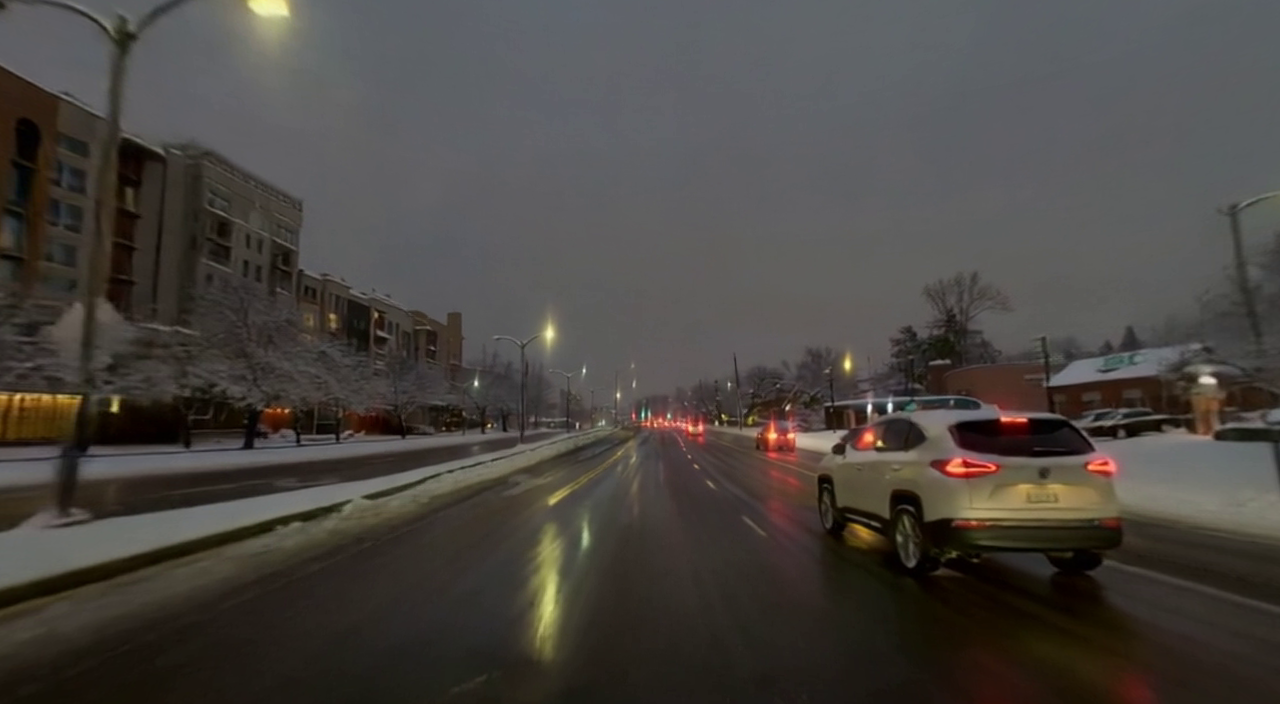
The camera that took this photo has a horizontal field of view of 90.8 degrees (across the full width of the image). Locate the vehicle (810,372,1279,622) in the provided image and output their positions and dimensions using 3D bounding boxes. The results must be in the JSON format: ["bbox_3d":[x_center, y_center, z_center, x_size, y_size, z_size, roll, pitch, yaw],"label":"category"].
[{"bbox_3d":[3.661,1.397,6.981,2.219,1.795,4.718,0,-9,0],"label":"vehicle"}]
